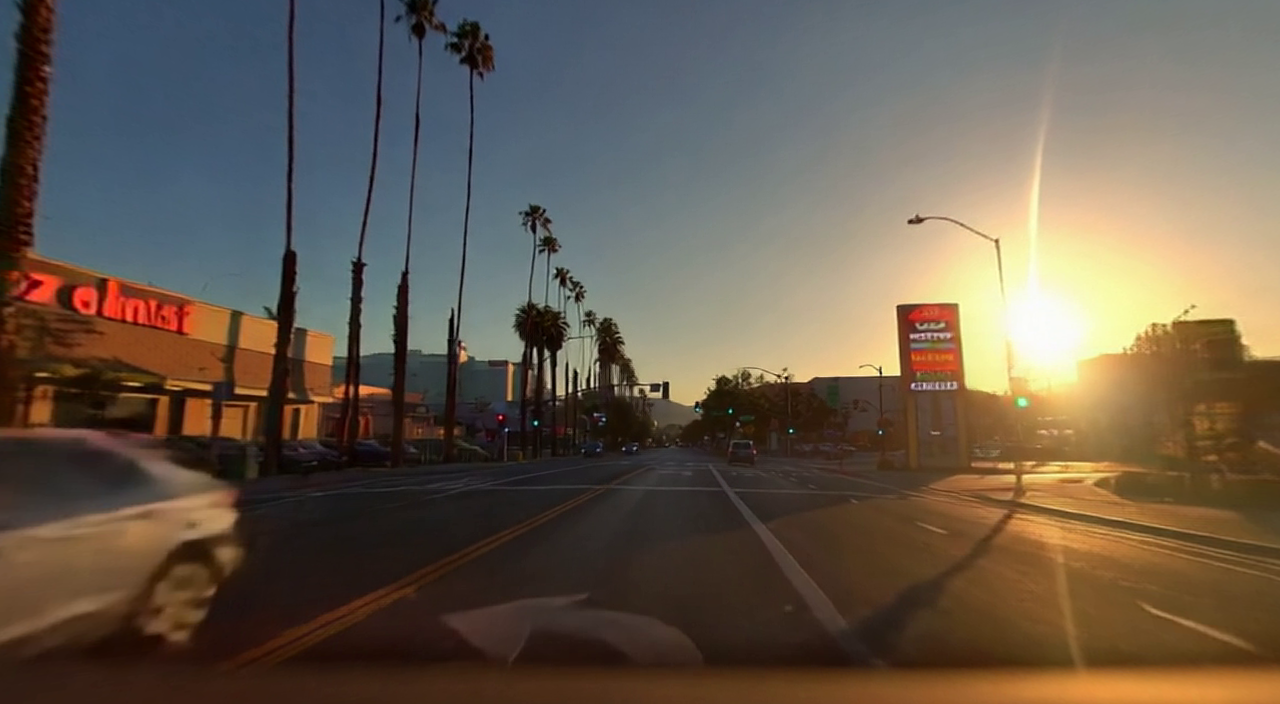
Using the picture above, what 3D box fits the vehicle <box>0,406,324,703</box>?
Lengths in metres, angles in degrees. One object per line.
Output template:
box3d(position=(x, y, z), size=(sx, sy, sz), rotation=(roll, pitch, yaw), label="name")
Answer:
box3d(position=(-4.044, 1.032, 3.134), size=(2.090, 1.489, 4.909), rotation=(-1, -9, 4), label="vehicle")

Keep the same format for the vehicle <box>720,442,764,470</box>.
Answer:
box3d(position=(5.813, 5.954, 36.283), size=(2.065, 1.507, 4.225), rotation=(0, -9, 3), label="vehicle")

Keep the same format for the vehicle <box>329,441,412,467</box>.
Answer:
box3d(position=(-16.661, 6.321, 39.053), size=(4.242, 1.504, 1.969), rotation=(-1, -9, 4), label="vehicle")
